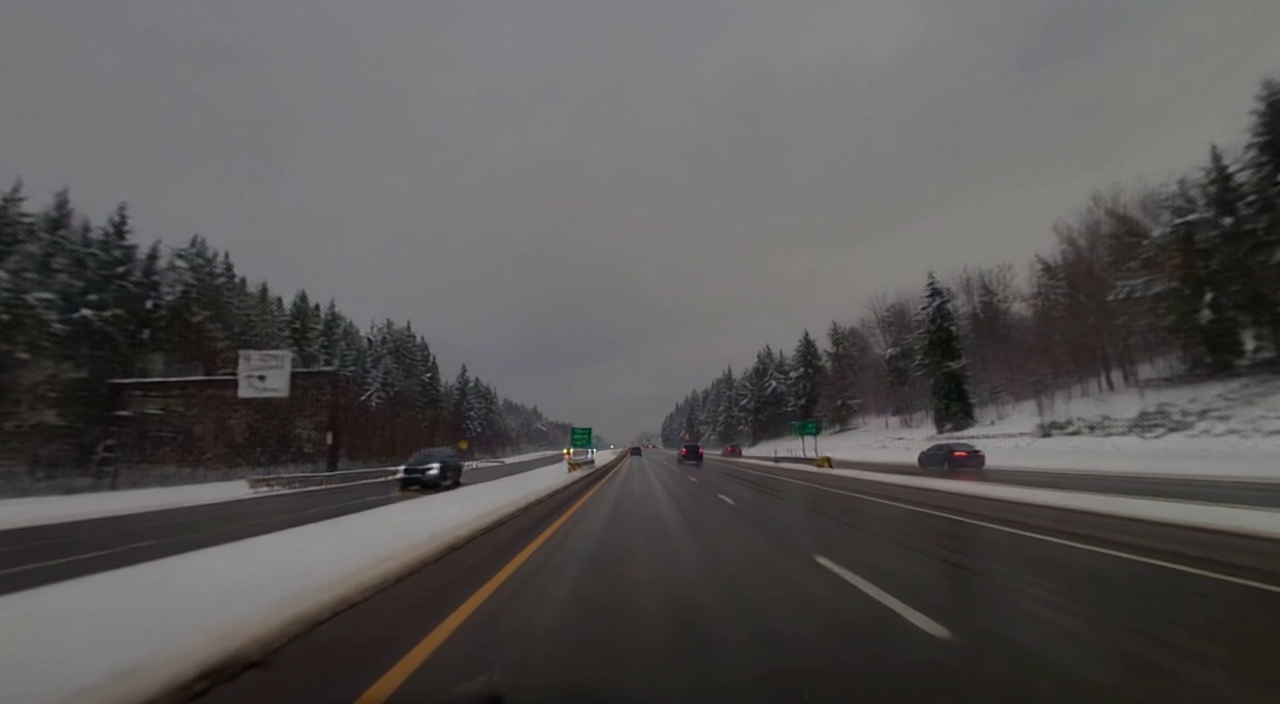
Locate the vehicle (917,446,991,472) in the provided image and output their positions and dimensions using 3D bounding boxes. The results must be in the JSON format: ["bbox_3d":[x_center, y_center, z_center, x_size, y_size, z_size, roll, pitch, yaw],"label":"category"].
[{"bbox_3d":[17.586,5.990,35.497,1.926,1.386,3.719,1,-9,-6],"label":"vehicle"}]

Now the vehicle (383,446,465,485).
[{"bbox_3d":[-9.443,4.969,27.961,2.090,1.571,4.252,0,-9,0],"label":"vehicle"}]
